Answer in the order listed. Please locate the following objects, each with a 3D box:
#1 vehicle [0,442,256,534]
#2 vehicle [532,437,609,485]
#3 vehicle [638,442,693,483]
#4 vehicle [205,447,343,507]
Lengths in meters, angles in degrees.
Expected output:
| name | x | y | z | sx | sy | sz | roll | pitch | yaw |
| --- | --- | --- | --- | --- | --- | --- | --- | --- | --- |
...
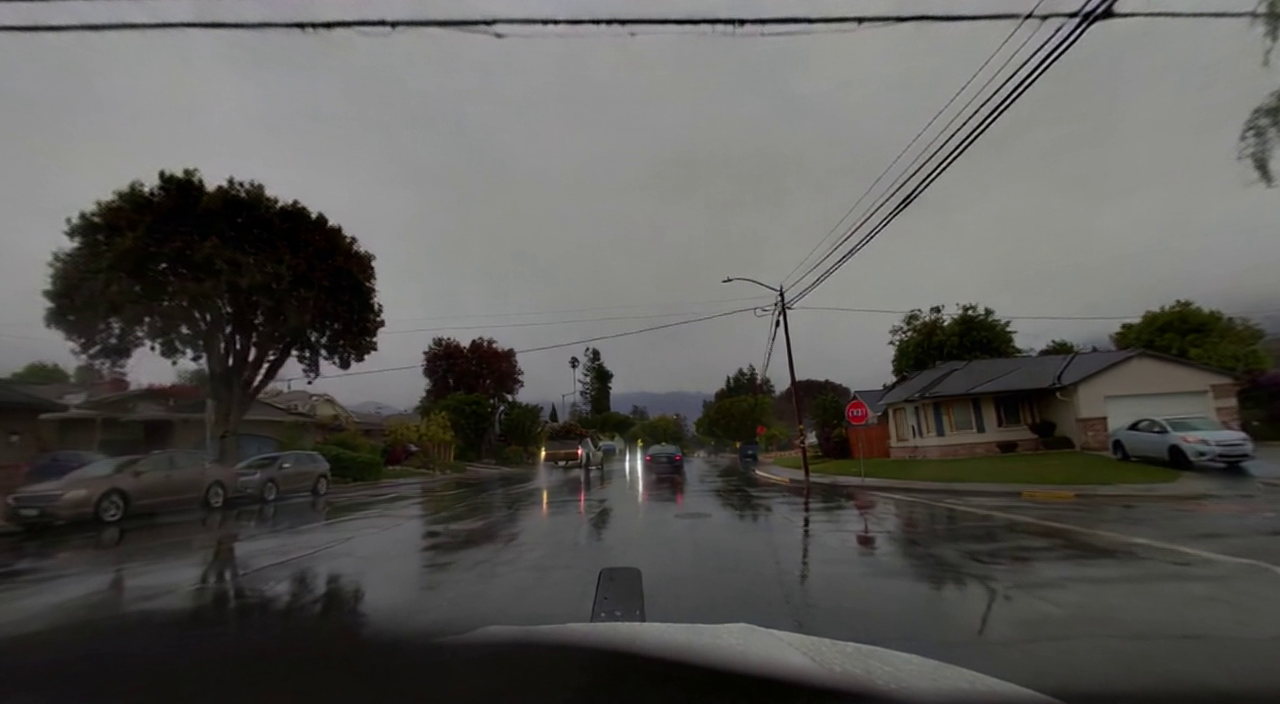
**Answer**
| name | x | y | z | sx | sy | sz | roll | pitch | yaw |
| --- | --- | --- | --- | --- | --- | --- | --- | --- | --- |
| vehicle | -13.685 | 3.625 | 17.436 | 2.191 | 1.980 | 5.888 | -4 | -10 | 3 |
| vehicle | -2.574 | 4.200 | 24.624 | 2.178 | 1.695 | 4.339 | -1 | -8 | 5 |
| vehicle | 1.077 | 4.265 | 24.660 | 1.955 | 1.459 | 4.383 | -1 | -8 | 5 |
| vehicle | -13.175 | 4.514 | 23.087 | 2.076 | 1.864 | 4.730 | -3 | -10 | 2 |
